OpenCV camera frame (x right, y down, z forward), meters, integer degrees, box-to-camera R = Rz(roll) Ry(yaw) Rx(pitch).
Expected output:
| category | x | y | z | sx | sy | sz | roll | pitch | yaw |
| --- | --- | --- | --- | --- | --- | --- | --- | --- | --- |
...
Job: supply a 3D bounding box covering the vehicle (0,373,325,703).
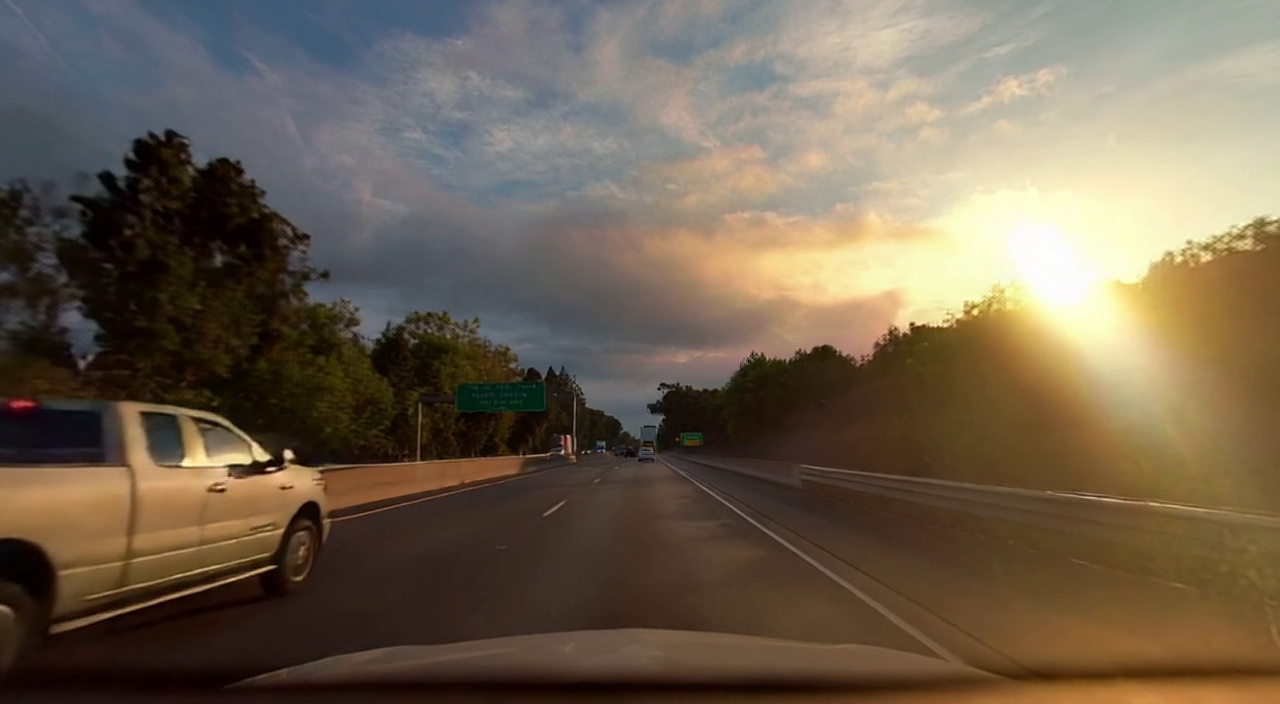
| category | x | y | z | sx | sy | sz | roll | pitch | yaw |
| --- | --- | --- | --- | --- | --- | --- | --- | --- | --- |
| vehicle | -3.701 | 1.010 | 3.285 | 2.009 | 1.638 | 3.968 | 0 | -9 | 0 |
